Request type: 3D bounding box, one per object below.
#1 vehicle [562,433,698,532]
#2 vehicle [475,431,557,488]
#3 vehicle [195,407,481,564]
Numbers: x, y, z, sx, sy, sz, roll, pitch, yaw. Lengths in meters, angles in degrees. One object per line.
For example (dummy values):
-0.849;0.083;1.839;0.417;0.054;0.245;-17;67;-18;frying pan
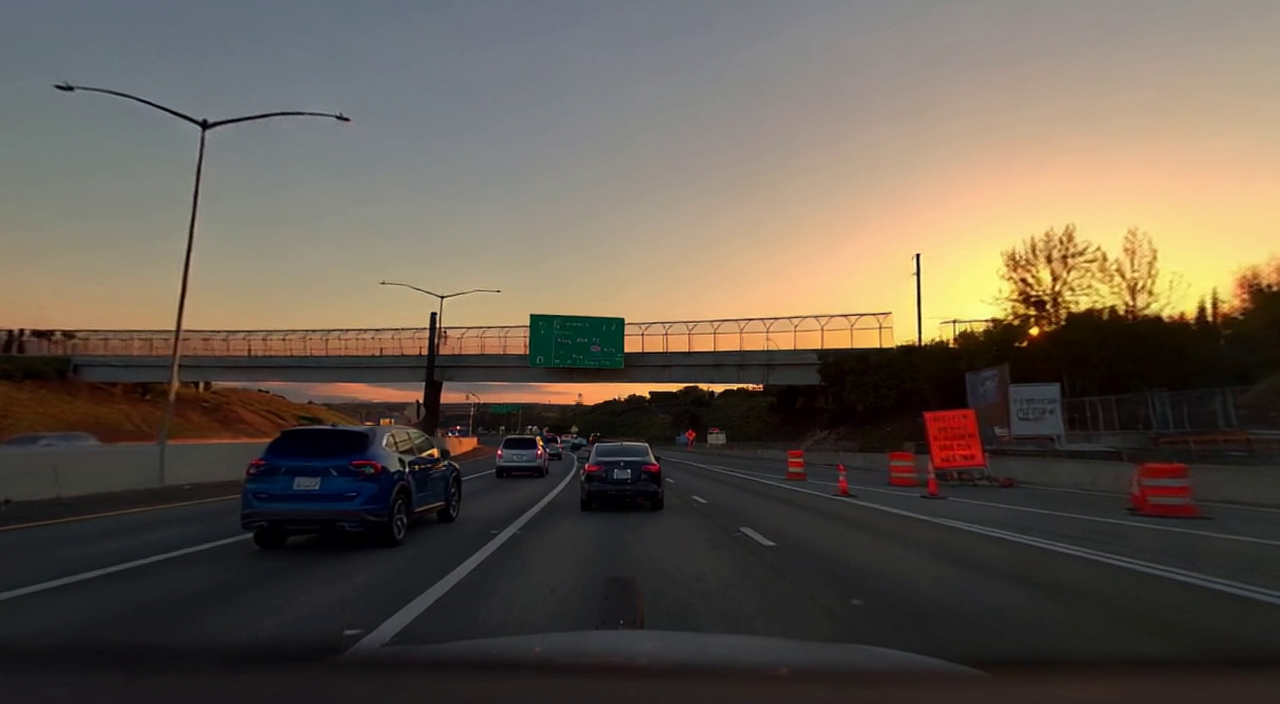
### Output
-0.213;2.294;11.708;2.069;1.484;3.982;0;-9;-2;vehicle
-4.097;3.612;21.532;1.982;1.727;4.057;0;-9;-1;vehicle
-3.834;1.773;9.029;2.025;1.708;4.089;0;-9;0;vehicle
